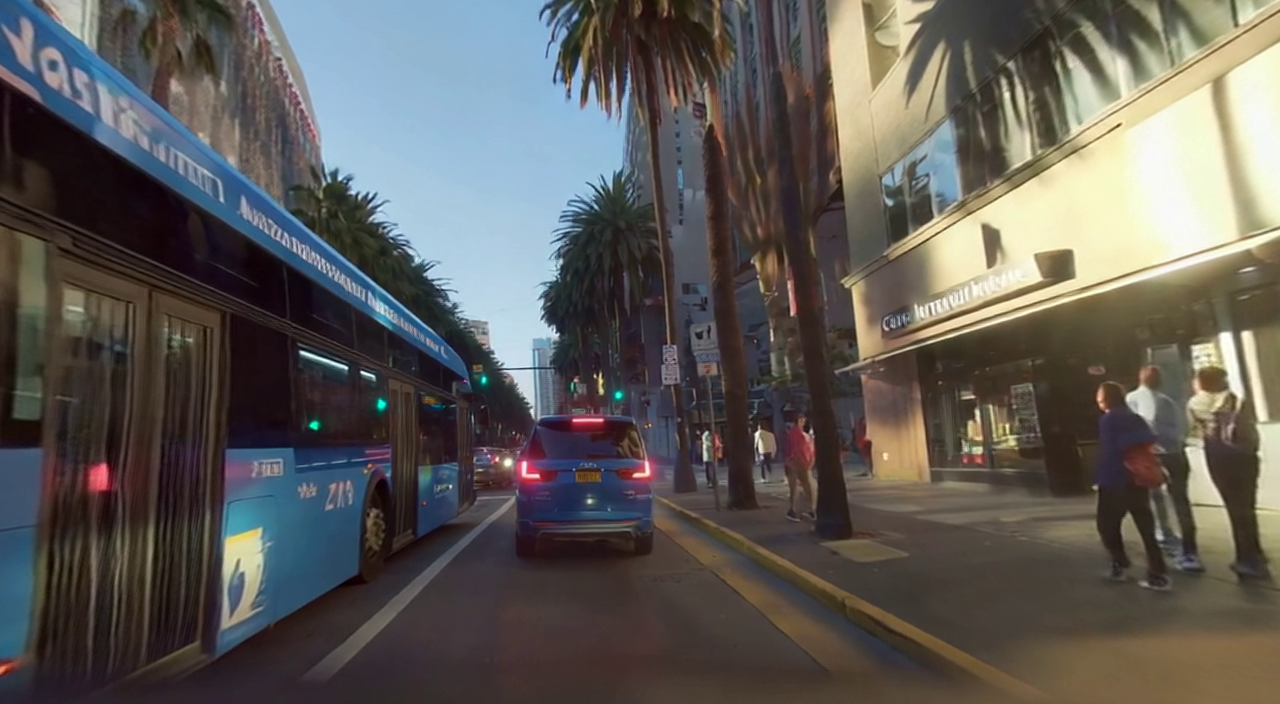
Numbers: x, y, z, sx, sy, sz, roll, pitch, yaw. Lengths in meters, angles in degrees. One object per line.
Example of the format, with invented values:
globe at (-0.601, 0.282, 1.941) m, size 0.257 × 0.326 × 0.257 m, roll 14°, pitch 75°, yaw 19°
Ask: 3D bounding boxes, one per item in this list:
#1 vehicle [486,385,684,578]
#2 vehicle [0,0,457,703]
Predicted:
vehicle at (-0.882, 1.614, 8.577) m, size 2.002 × 1.907 × 4.211 m, roll 2°, pitch -9°, yaw -9°
vehicle at (-3.864, 0.293, 4.021) m, size 2.863 × 3.233 × 11.573 m, roll 1°, pitch -8°, yaw -5°
